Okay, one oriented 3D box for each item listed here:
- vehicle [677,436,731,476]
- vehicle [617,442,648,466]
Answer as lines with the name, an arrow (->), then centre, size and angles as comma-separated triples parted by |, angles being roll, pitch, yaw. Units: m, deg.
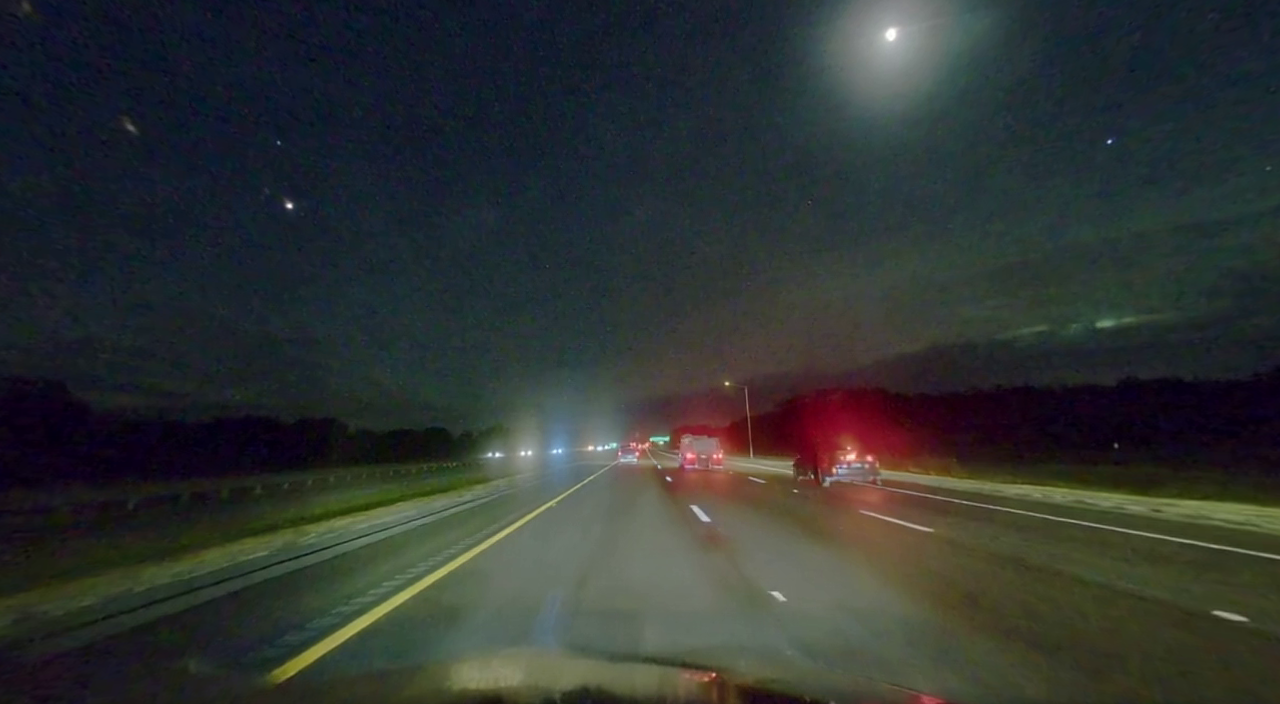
vehicle -> 3.190, 5.326, 32.426 | 2.269, 1.839, 4.554 | 0, -9, -1
vehicle -> -0.514, 7.496, 46.250 | 2.142, 1.664, 4.076 | 0, -9, 0
